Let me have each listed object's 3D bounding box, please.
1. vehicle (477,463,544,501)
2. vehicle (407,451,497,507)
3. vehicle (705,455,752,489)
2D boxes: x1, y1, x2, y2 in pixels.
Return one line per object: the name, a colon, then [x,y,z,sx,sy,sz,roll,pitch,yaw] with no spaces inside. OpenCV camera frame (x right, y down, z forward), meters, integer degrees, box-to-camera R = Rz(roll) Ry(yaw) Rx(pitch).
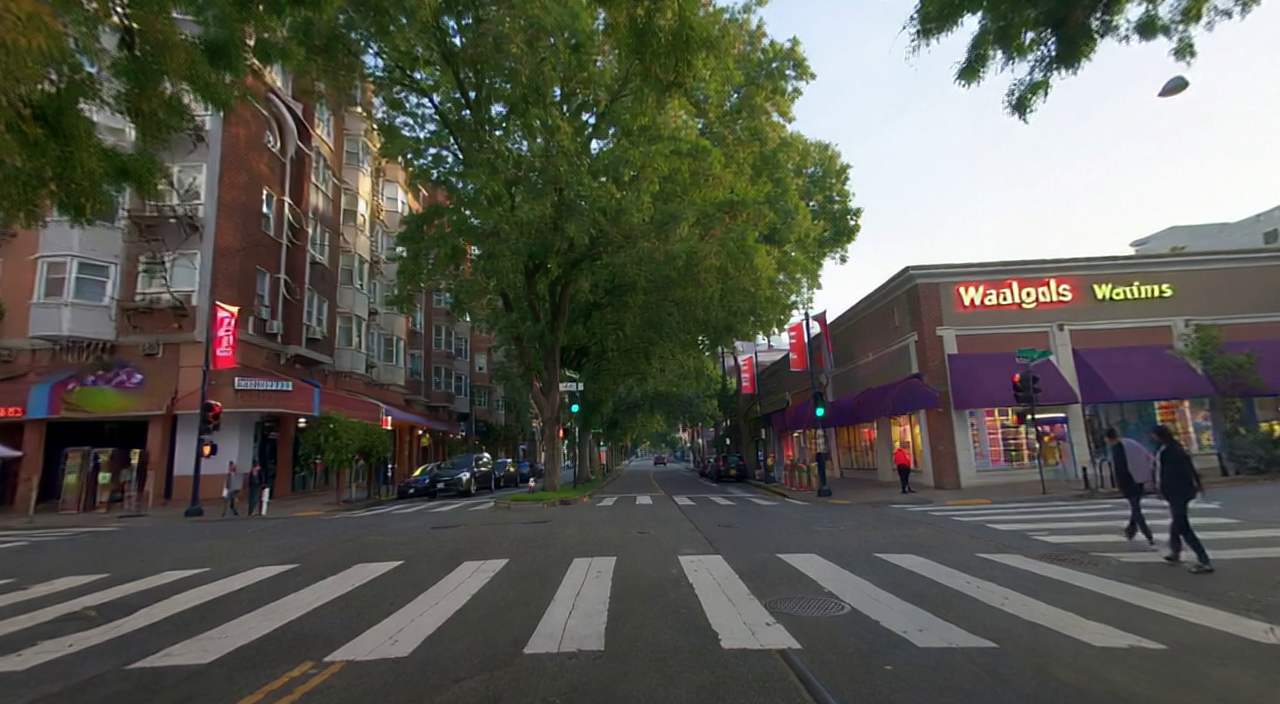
vehicle: [-5.755,5.830,28.629,1.983,1.438,4.559,0,-8,1]
vehicle: [-8.802,5.944,30.304,2.489,2.323,5.843,0,-8,1]
vehicle: [5.201,7.104,37.715,2.010,1.844,4.386,0,-8,-2]
